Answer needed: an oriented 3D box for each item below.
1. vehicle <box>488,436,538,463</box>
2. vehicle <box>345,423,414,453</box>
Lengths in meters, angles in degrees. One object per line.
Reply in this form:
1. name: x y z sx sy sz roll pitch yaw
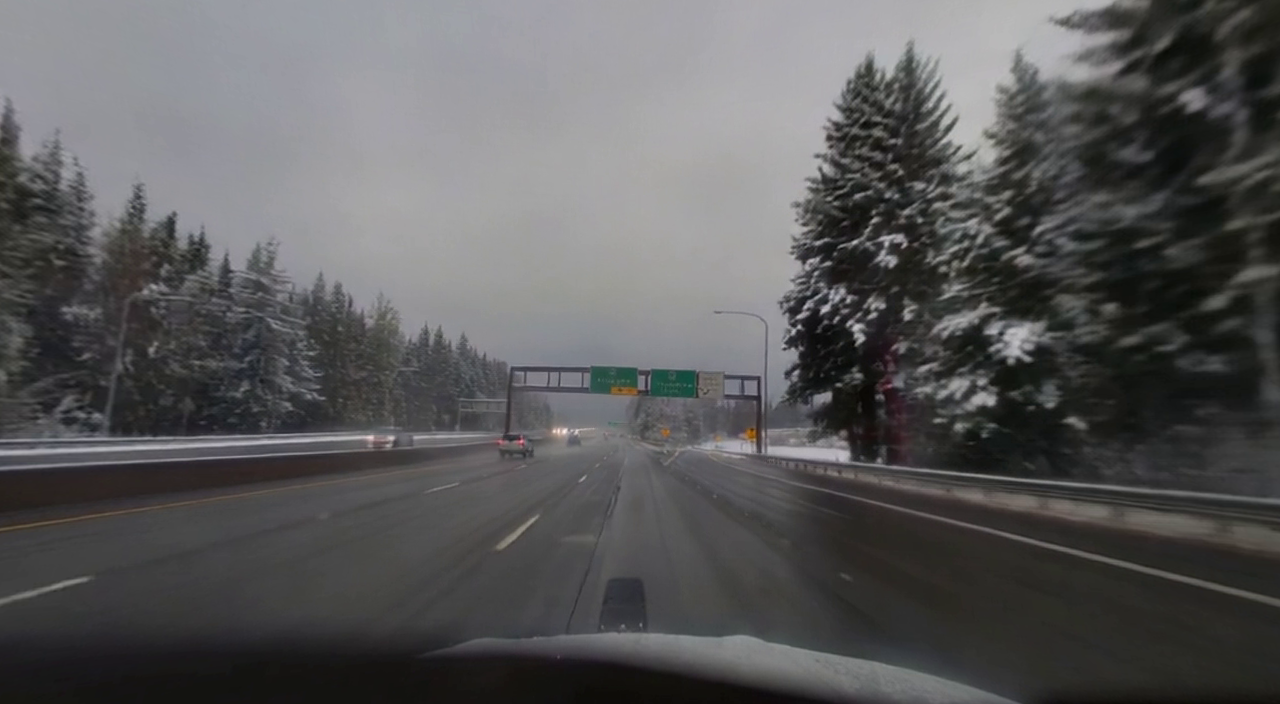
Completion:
1. vehicle: -7.513 5.839 37.813 2.025 1.494 4.495 0 -8 0
2. vehicle: -18.123 6.069 44.241 2.260 1.902 5.848 0 -8 1
